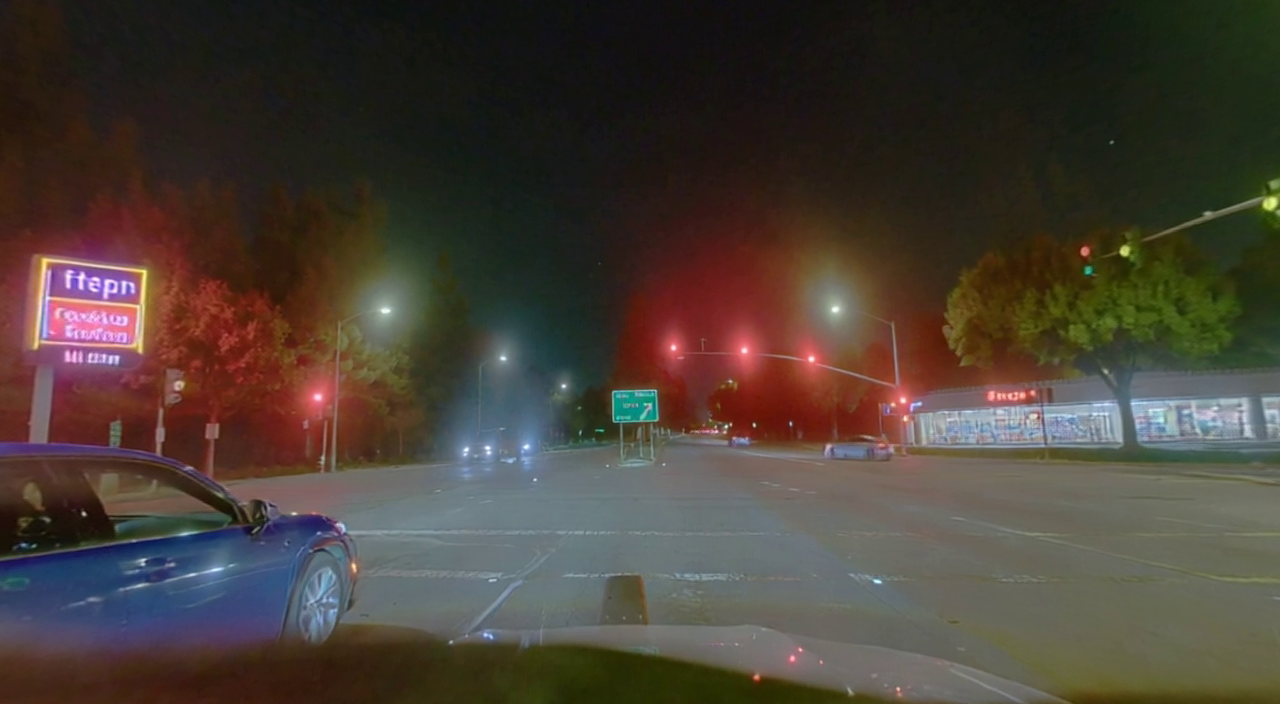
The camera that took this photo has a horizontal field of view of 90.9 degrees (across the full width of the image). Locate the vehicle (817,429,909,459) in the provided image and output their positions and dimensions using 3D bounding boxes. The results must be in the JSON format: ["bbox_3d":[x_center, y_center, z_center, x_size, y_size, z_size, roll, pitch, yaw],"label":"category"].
[{"bbox_3d":[13.029,5.418,37.125,1.936,1.664,4.667,8,-12,-43],"label":"vehicle"}]

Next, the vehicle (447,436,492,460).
[{"bbox_3d":[-11.765,6.681,43.880,2.111,1.499,4.371,0,-9,-3],"label":"vehicle"}]

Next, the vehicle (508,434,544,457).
[{"bbox_3d":[-8.073,6.669,45.078,1.920,1.546,4.086,0,-9,-1],"label":"vehicle"}]
